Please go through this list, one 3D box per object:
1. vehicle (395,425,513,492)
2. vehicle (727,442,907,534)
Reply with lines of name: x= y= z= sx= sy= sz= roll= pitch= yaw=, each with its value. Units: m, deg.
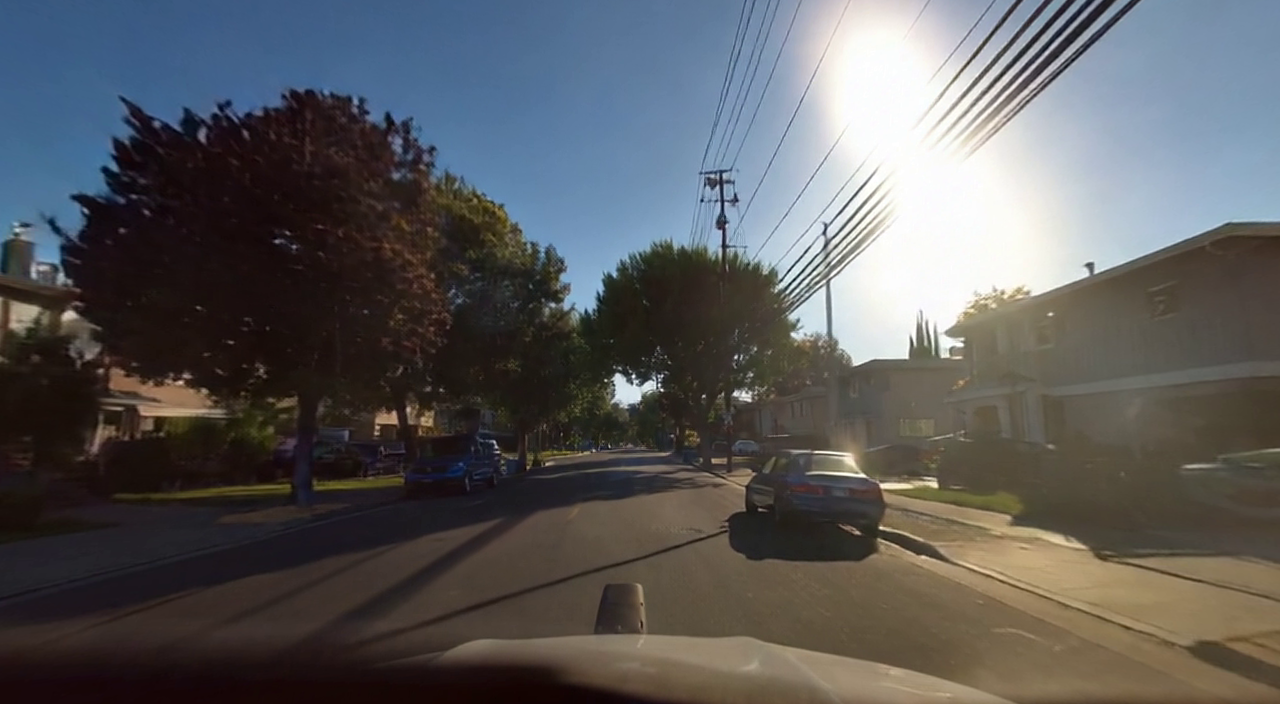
vehicle: x=-5.963 y=3.516 z=21.075 sx=2.263 sy=1.915 sz=5.071 roll=-1 pitch=-9 yaw=2
vehicle: x=3.133 y=2.498 z=12.351 sx=1.944 sy=1.439 sz=4.500 roll=1 pitch=-8 yaw=-4
